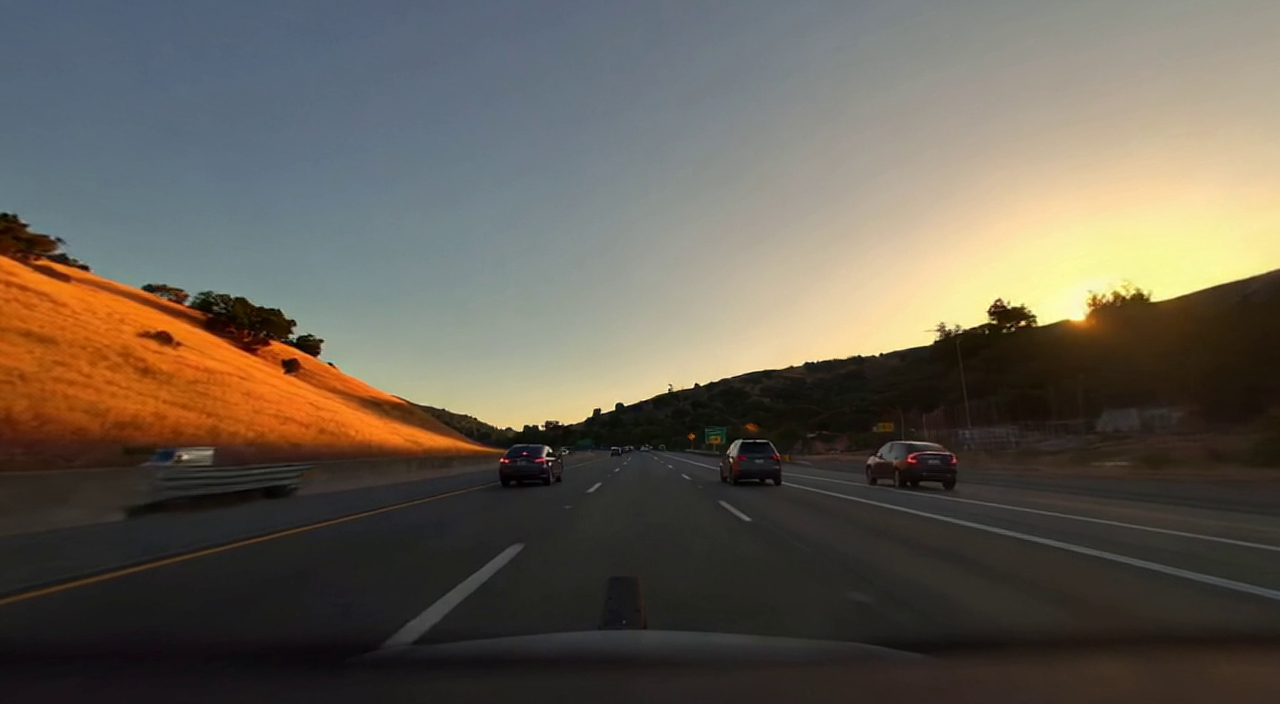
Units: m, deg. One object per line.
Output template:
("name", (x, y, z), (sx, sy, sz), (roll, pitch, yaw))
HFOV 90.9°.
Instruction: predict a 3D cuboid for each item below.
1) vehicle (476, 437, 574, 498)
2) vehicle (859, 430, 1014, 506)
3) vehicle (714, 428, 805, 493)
("vehicle", (-3.498, 3.606, 20.097), (2.166, 1.672, 4.388), (-1, -9, 2))
("vehicle", (7.645, 3.015, 16.836), (1.998, 1.717, 4.338), (0, -9, 0))
("vehicle", (3.888, 3.648, 21.537), (2.121, 1.925, 5.056), (0, -9, 0))
